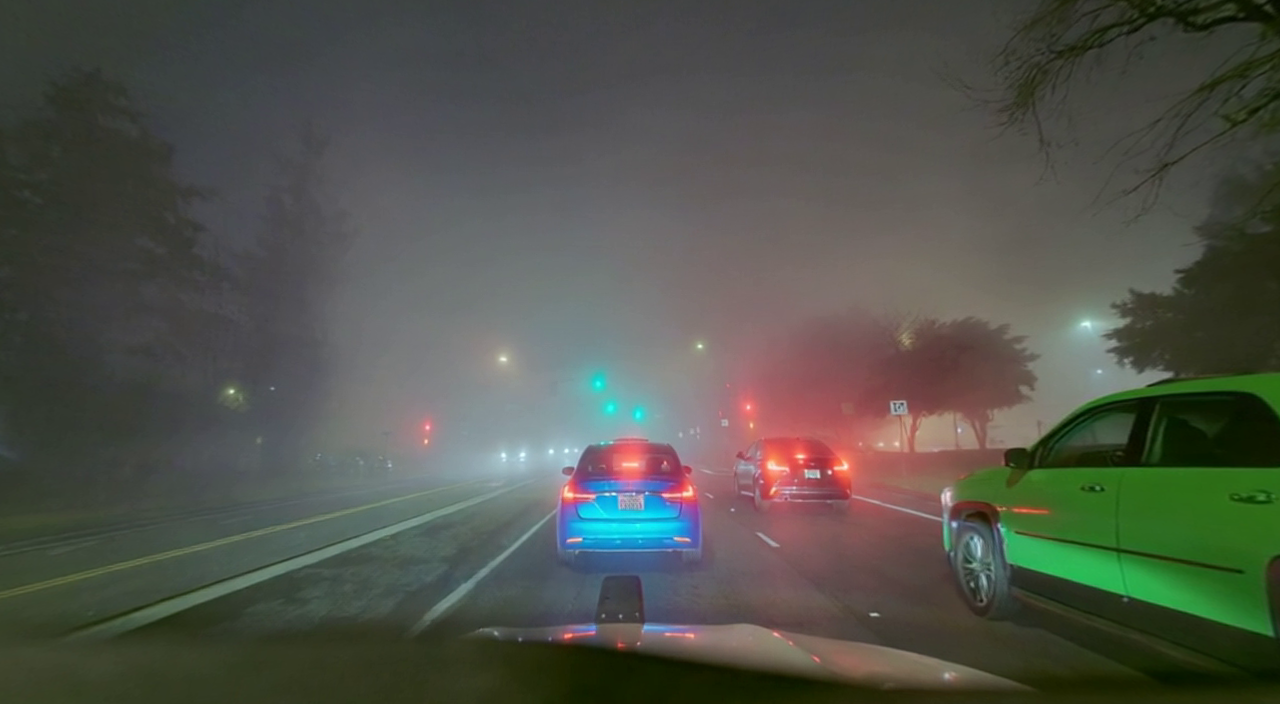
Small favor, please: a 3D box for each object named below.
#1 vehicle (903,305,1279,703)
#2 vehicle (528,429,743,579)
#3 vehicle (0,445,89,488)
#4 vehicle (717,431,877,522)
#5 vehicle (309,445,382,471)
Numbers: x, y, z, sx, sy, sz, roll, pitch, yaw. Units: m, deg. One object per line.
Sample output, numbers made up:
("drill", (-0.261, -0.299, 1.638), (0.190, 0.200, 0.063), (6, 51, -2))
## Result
("vehicle", (3.359, 0.867, 3.356), (2.006, 1.766, 4.345), (0, -8, 0))
("vehicle", (-0.099, 1.855, 8.575), (2.186, 1.500, 4.141), (0, -8, -1))
("vehicle", (-22.580, 4.083, 22.625), (4.092, 1.438, 1.639), (-1, -8, 1))
("vehicle", (2.940, 2.453, 13.033), (1.971, 1.517, 4.521), (0, -8, -2))
("vehicle", (-19.890, 7.154, 42.780), (3.957, 1.630, 1.881), (0, -8, 0))
